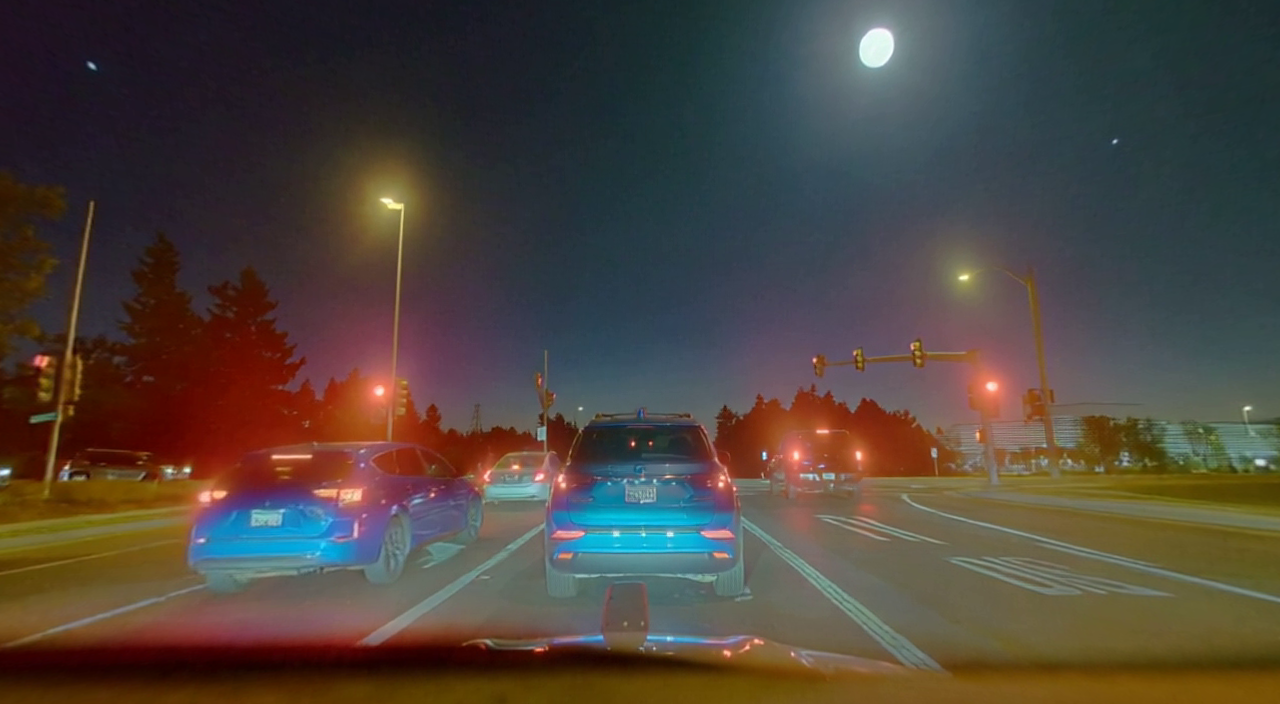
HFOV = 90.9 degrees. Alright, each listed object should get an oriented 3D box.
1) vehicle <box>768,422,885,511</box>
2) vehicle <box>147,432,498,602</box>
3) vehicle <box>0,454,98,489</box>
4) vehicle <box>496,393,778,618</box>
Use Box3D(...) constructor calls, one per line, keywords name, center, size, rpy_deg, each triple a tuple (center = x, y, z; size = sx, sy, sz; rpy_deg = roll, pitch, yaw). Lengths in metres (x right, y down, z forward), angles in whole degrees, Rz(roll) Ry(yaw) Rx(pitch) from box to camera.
Box3D(name="vehicle", center=(4.808, 2.997, 16.922), size=(2.084, 2.053, 4.073), rpy_deg=(-1, -8, 3))
Box3D(name="vehicle", center=(-3.277, 1.766, 7.755), size=(1.913, 1.453, 4.413), rpy_deg=(0, -8, 2))
Box3D(name="vehicle", center=(-27.104, 5.273, 27.922), size=(4.198, 1.444, 1.765), rpy_deg=(2, -9, -15))
Box3D(name="vehicle", center=(-0.032, 1.524, 7.173), size=(2.203, 1.757, 4.286), rpy_deg=(0, -8, 0))
